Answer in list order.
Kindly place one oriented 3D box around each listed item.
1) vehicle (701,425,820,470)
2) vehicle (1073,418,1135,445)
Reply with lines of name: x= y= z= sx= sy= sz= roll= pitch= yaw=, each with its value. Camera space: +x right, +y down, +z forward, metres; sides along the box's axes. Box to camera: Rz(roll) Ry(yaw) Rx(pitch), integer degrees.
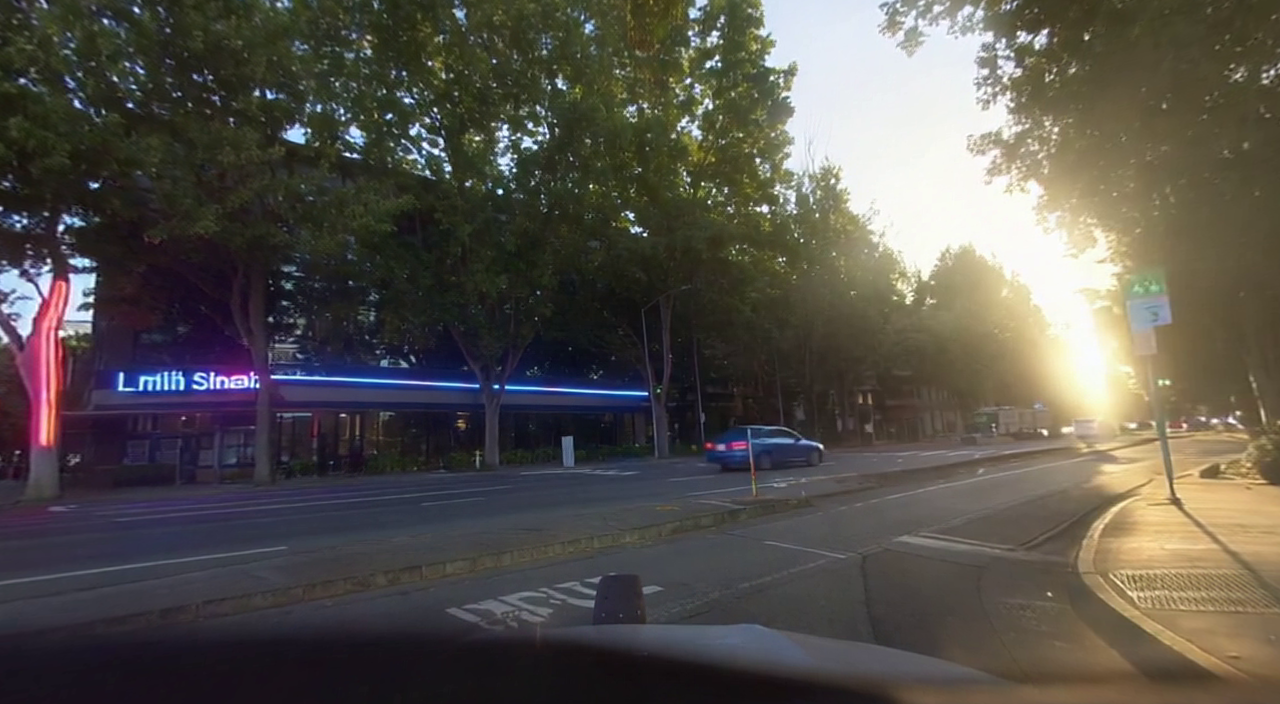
vehicle: x=4.409 y=3.427 z=22.682 sx=4.415 sy=1.464 sz=1.890 roll=8 pitch=-12 yaw=-42
vehicle: x=28.140 y=4.883 z=38.281 sx=4.182 sy=1.536 sz=1.885 roll=7 pitch=-11 yaw=-38
